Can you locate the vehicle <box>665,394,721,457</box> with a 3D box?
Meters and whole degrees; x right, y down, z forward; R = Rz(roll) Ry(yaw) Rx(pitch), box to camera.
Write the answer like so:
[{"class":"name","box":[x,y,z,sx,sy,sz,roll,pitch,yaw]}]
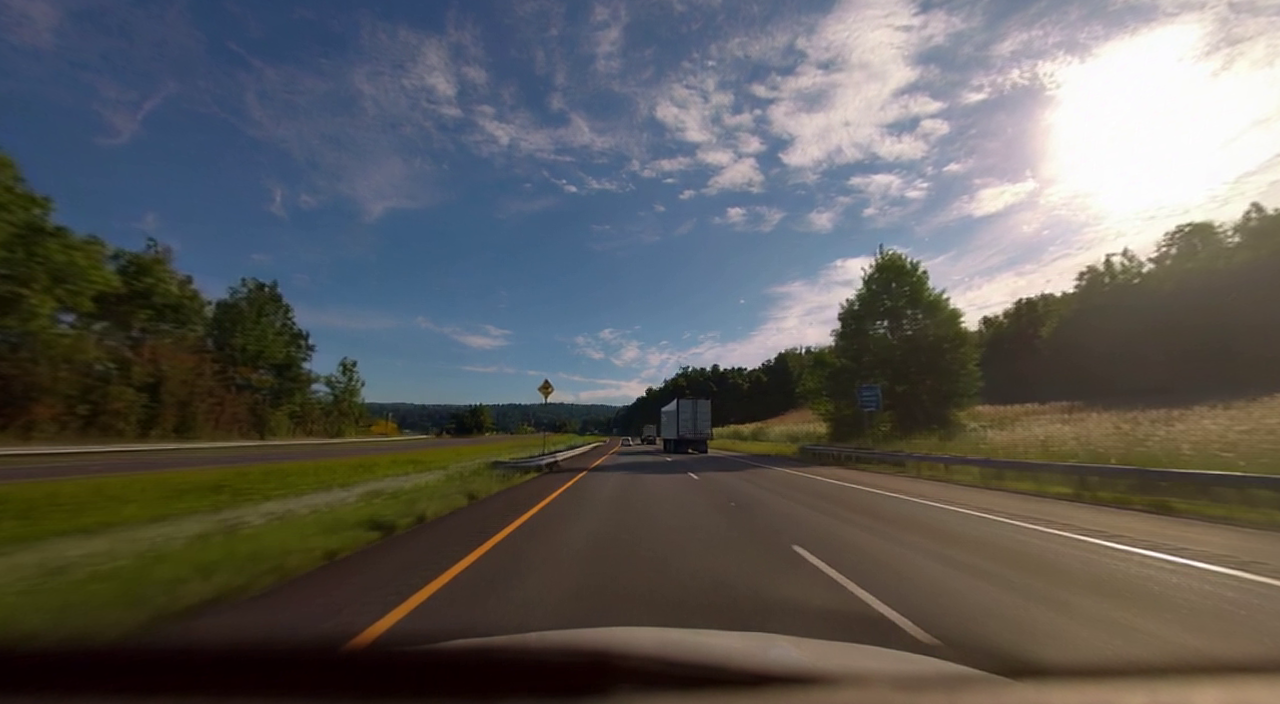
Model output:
[{"class":"vehicle","box":[3.577,5.405,45.248,3.004,3.952,10.263,0,-8,-1]}]
